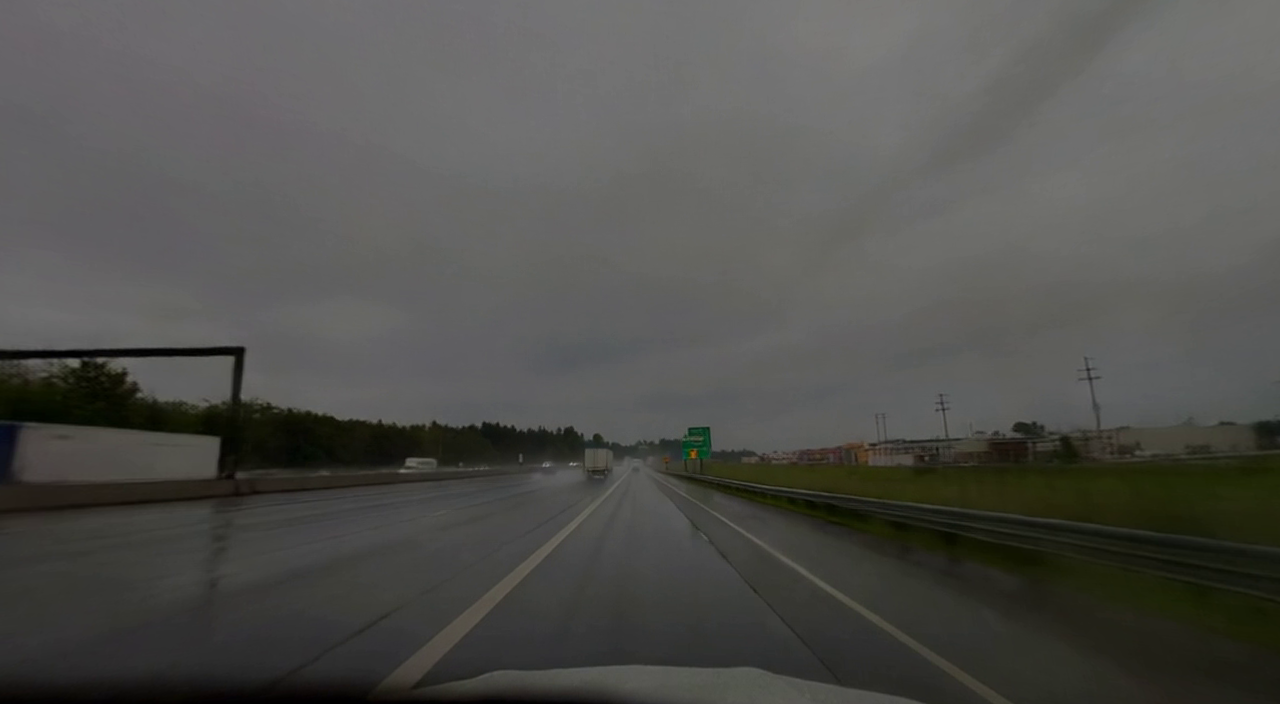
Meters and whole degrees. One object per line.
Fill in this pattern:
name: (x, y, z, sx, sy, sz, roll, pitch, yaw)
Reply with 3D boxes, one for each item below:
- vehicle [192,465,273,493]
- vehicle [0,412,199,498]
vehicle: (-22.060, 6.859, 34.272, 1.703, 1.392, 3.944, 1, -11, 1)
vehicle: (-29.807, 5.600, 33.548, 2.829, 3.757, 13.574, 1, -11, 0)
